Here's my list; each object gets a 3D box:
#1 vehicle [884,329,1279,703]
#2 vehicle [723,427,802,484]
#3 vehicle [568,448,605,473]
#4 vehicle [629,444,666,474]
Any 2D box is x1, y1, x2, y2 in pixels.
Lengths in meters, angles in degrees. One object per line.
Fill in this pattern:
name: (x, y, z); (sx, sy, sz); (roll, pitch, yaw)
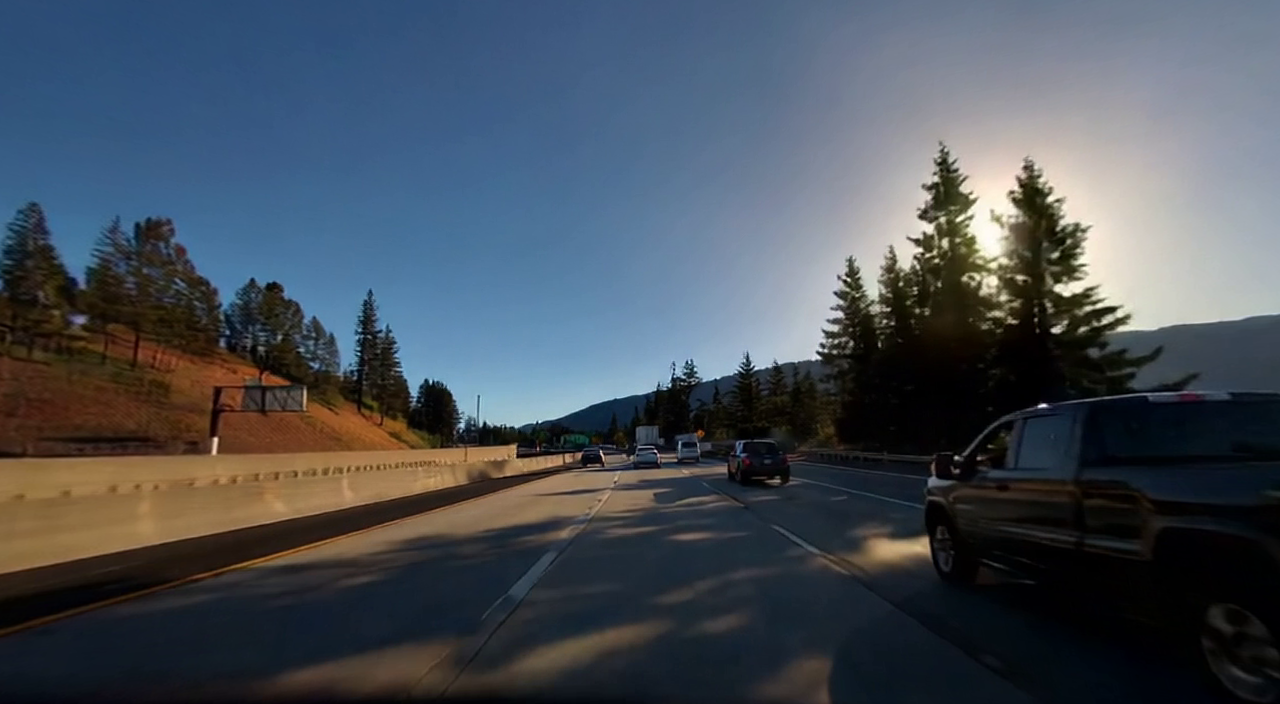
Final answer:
vehicle: (3.966, 1.084, 4.561); (2.229, 1.837, 5.387); (0, -8, 0)
vehicle: (4.552, 3.934, 24.198); (2.057, 1.958, 4.495); (0, -8, -1)
vehicle: (-3.434, 7.041, 41.244); (2.109, 1.530, 4.646); (0, -8, -1)
vehicle: (0.386, 6.099, 36.282); (1.959, 1.604, 4.065); (0, -8, -2)
